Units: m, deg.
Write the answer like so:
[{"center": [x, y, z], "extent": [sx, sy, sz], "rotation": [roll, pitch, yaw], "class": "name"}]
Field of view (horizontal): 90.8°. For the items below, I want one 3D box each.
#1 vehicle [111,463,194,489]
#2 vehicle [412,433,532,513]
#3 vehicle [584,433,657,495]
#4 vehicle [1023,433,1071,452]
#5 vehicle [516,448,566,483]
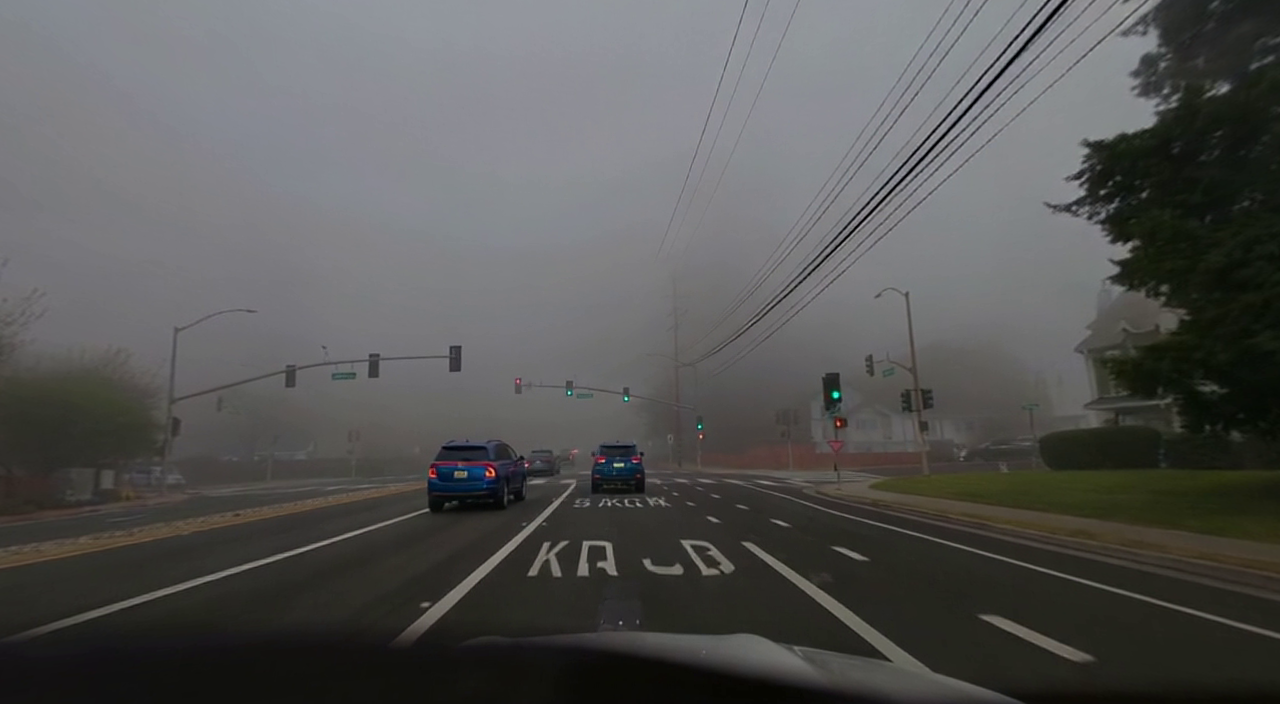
[{"center": [-35.413, 8.957, 45.916], "extent": [4.533, 1.738, 2.151], "rotation": [-2, -9, 10], "class": "vehicle"}, {"center": [-3.933, 2.890, 15.546], "extent": [1.899, 1.685, 4.121], "rotation": [0, -9, -1], "class": "vehicle"}, {"center": [-0.654, 3.670, 21.060], "extent": [2.155, 1.836, 4.250], "rotation": [0, -9, -2], "class": "vehicle"}, {"center": [31.186, 6.965, 48.526], "extent": [1.754, 1.414, 3.590], "rotation": [-1, -9, 10], "class": "vehicle"}, {"center": [-4.471, 5.166, 29.080], "extent": [1.863, 1.449, 4.153], "rotation": [1, -9, -3], "class": "vehicle"}]
